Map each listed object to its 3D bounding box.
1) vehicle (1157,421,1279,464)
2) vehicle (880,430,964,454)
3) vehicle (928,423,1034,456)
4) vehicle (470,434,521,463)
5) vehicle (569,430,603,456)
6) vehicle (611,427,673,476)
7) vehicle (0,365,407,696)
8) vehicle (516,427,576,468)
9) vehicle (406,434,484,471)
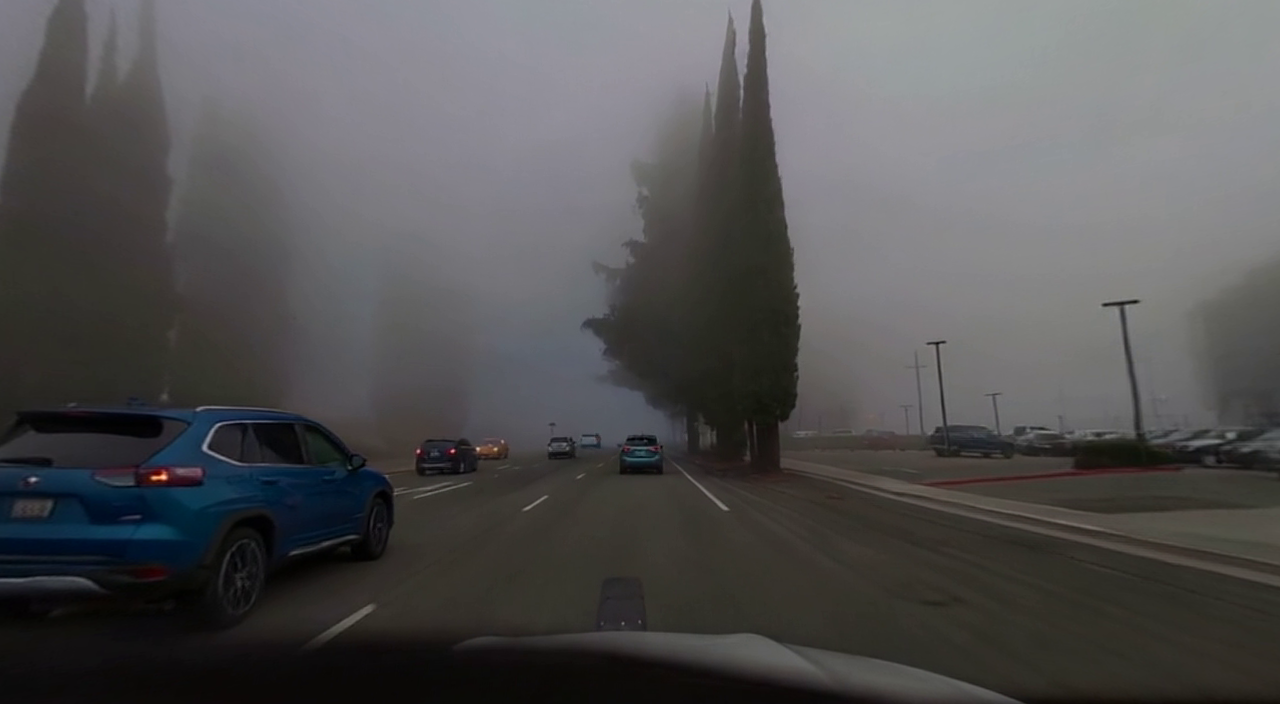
[{"bbox_3d":[27.629,4.249,29.623,4.524,1.597,2.102,-4,-6,-1],"label":"vehicle"},{"bbox_3d":[17.044,5.498,38.144,1.857,1.369,4.219,6,-10,-34],"label":"vehicle"},{"bbox_3d":[17.460,4.520,32.318,4.329,1.656,1.873,0,-8,2],"label":"vehicle"},{"bbox_3d":[-8.028,5.391,35.224,1.918,1.484,4.531,0,-8,-2],"label":"vehicle"},{"bbox_3d":[-3.844,6.637,45.772,2.047,1.810,4.414,0,-8,1],"label":"vehicle"},{"bbox_3d":[0.073,3.632,23.053,2.042,1.641,4.187,0,-8,0],"label":"vehicle"},{"bbox_3d":[-3.811,1.184,5.265,2.070,1.641,4.152,0,-8,0],"label":"vehicle"},{"bbox_3d":[-4.285,4.448,29.320,2.113,1.713,4.422,0,-8,0],"label":"vehicle"},{"bbox_3d":[-8.156,4.248,26.711,1.926,1.463,4.450,0,-8,-1],"label":"vehicle"}]
